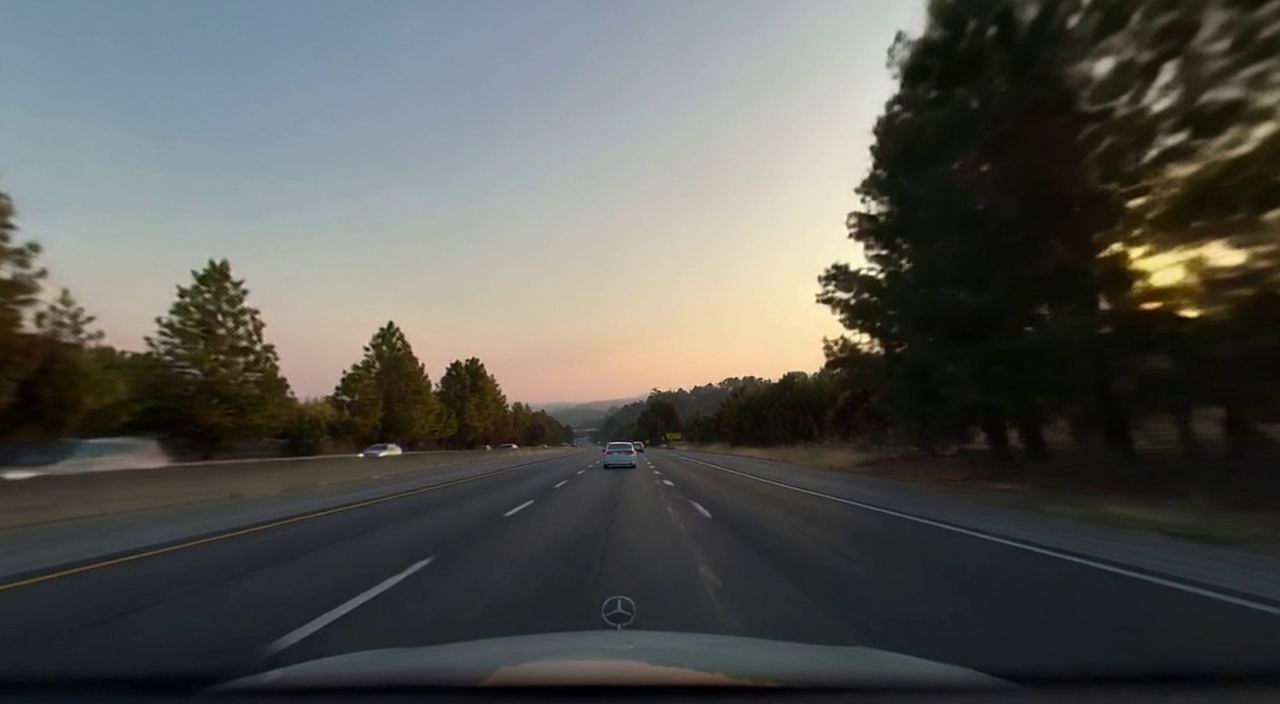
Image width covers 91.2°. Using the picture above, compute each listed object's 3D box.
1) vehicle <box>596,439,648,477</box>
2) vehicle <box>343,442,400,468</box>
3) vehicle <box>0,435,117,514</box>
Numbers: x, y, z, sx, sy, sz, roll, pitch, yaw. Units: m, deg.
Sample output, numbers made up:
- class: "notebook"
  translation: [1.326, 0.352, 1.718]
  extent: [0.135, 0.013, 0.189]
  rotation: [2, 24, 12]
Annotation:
- class: "vehicle"
  translation: [-0.763, 4.639, 27.643]
  extent: [2.095, 1.537, 4.017]
  rotation: [0, -9, -1]
- class: "vehicle"
  translation: [-17.879, 6.885, 41.939]
  extent: [1.919, 1.589, 4.272]
  rotation: [0, -9, -1]
- class: "vehicle"
  translation: [-13.287, 2.469, 12.730]
  extent: [1.869, 1.513, 4.031]
  rotation: [0, -9, -1]
